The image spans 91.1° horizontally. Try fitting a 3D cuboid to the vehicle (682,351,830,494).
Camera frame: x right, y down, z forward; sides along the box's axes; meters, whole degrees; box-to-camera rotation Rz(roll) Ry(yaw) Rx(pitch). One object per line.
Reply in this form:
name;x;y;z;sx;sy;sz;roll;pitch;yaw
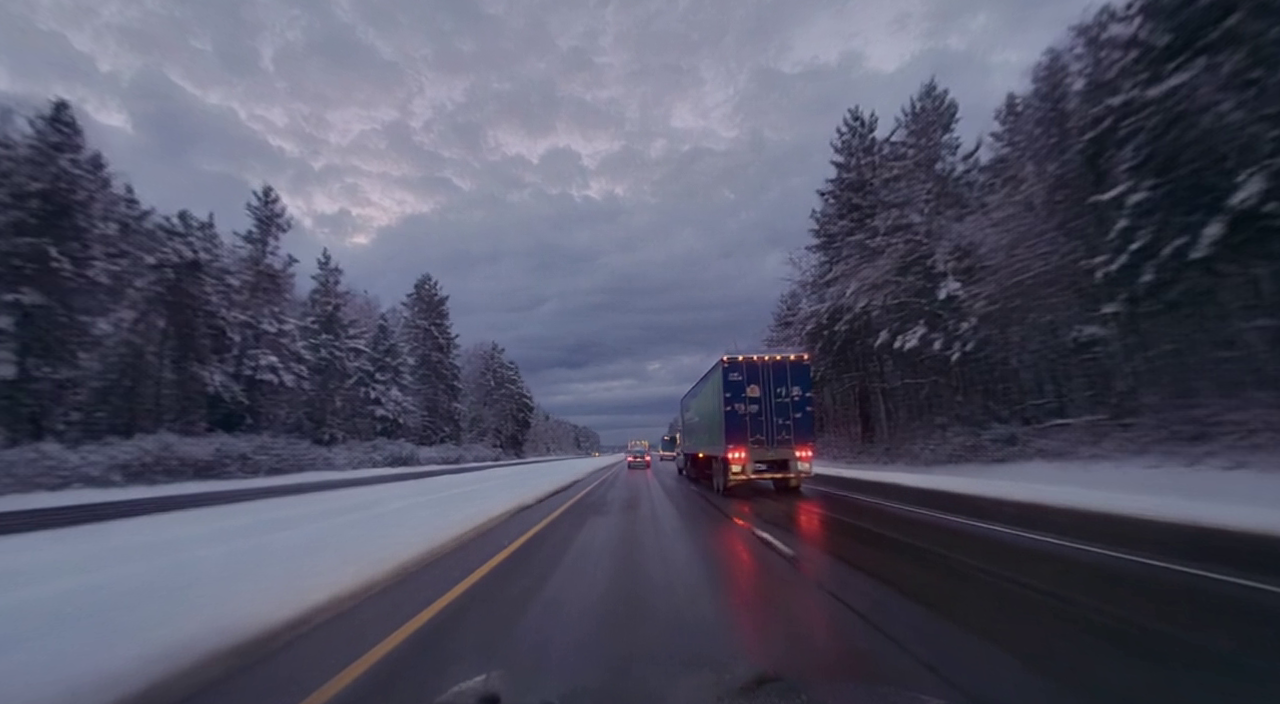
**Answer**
vehicle;3.721;2.879;23.906;3.440;4.090;11.380;0;-9;0
